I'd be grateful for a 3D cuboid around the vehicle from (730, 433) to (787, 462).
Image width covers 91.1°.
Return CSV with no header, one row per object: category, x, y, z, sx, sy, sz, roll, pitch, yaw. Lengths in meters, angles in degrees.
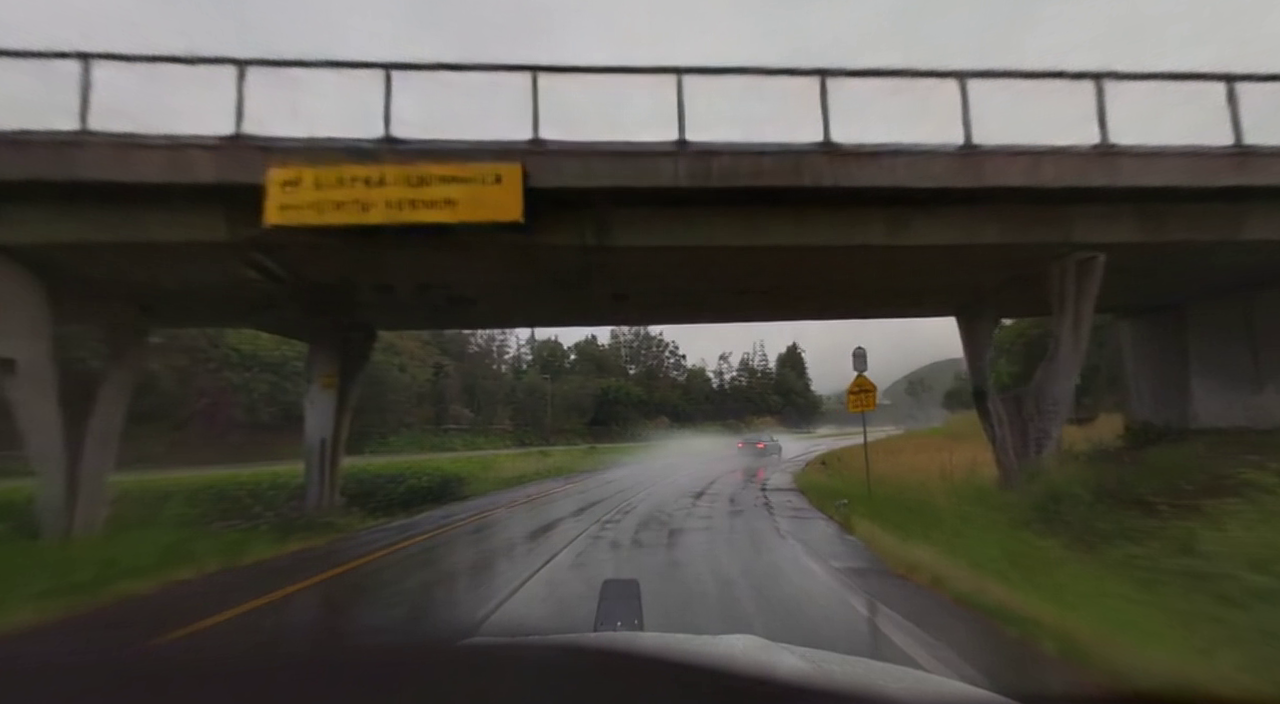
vehicle,6.333,5.061,33.365,1.980,1.449,3.650,-5,-10,26
